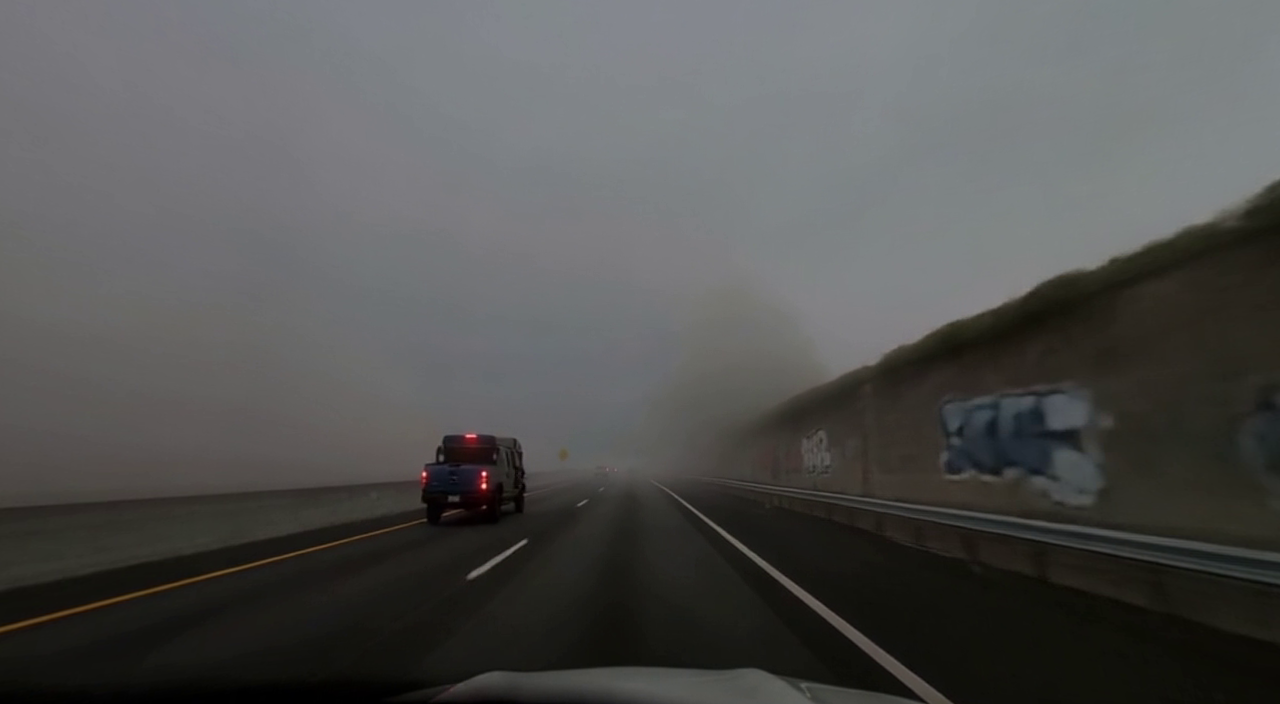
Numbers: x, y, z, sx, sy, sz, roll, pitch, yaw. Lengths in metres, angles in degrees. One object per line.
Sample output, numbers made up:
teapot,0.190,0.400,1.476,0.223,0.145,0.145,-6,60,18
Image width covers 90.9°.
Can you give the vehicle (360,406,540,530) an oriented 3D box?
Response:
vehicle,-4.289,2.890,15.732,2.597,2.434,6.020,1,-11,0
